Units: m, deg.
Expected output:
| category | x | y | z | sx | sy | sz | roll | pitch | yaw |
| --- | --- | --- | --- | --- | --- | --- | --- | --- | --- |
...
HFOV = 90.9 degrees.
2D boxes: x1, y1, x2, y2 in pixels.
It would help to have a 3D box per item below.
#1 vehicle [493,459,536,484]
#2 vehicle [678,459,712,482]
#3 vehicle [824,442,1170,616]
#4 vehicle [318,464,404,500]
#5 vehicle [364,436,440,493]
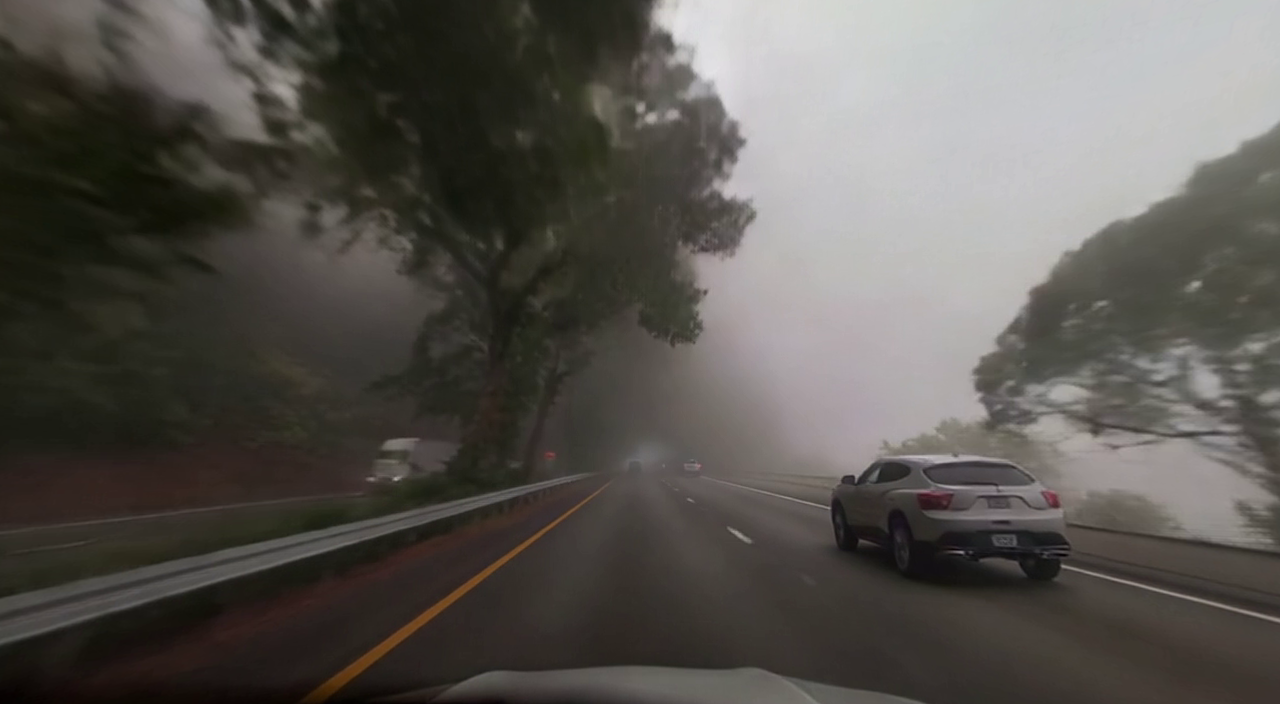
| category | x | y | z | sx | sy | sz | roll | pitch | yaw |
| --- | --- | --- | --- | --- | --- | --- | --- | --- | --- |
| vehicle | -8.755 | 8.373 | 44.245 | 1.958 | 1.576 | 4.727 | 1 | -10 | 1 |
| vehicle | 3.997 | 8.737 | 46.544 | 2.156 | 1.569 | 3.821 | 1 | -10 | 0 |
| vehicle | 3.743 | 1.926 | 7.606 | 1.825 | 1.494 | 3.959 | 1 | -10 | 0 |
| vehicle | -12.833 | 5.986 | 29.307 | 1.884 | 1.483 | 4.483 | 1 | -10 | 0 |
| vehicle | -12.863 | 6.140 | 34.421 | 2.258 | 2.849 | 4.096 | 0 | -10 | 3 |
